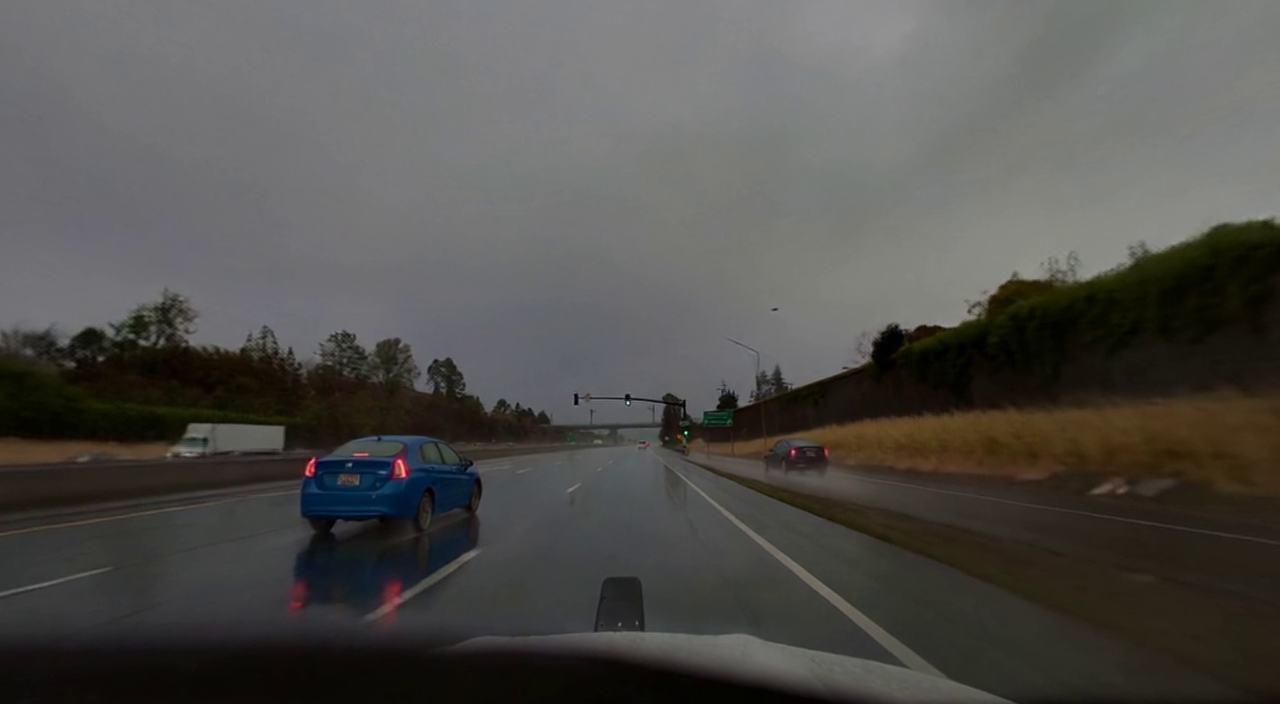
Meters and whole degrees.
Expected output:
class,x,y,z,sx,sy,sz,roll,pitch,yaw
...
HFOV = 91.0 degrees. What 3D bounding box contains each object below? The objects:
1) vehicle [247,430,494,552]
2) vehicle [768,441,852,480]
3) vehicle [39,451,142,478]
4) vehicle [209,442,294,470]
class,x,y,z,sx,sy,sz,roll,pitch,yaw
vehicle,-3.931,2.098,10.224,1.987,1.516,4.478,0,-9,0
vehicle,7.006,4.511,26.515,2.049,1.481,4.774,0,-9,-2
vehicle,-32.272,6.572,37.171,1.918,1.446,4.623,0,-9,0
vehicle,-27.868,7.484,45.477,2.407,1.859,5.897,0,-9,0
